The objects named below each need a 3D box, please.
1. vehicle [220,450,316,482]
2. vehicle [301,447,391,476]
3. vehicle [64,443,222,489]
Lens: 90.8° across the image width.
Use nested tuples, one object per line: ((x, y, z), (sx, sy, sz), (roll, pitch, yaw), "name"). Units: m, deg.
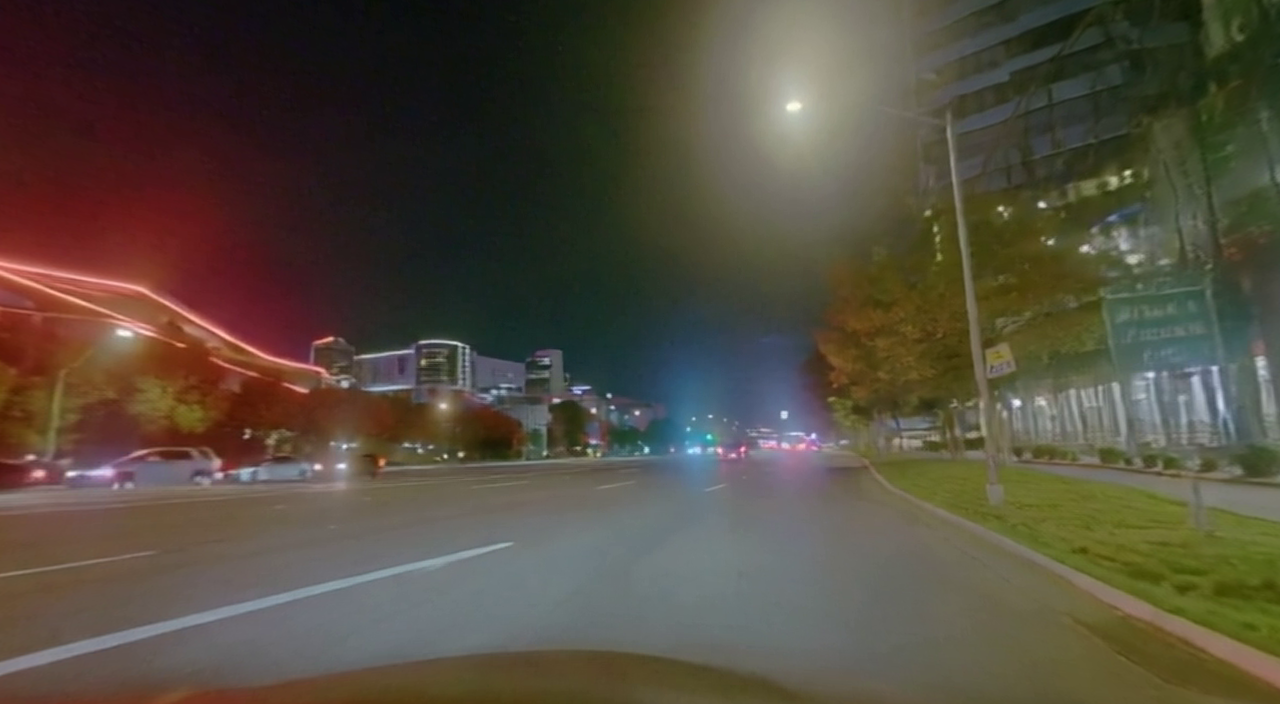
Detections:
((-20.638, 6.312, 35.275), (1.867, 1.540, 4.423), (-3, -8, 18), "vehicle")
((-16.742, 6.242, 36.233), (1.872, 1.493, 4.724), (-3, -8, 19), "vehicle")
((-20.286, 4.607, 26.104), (1.926, 1.681, 4.727), (-3, -8, 18), "vehicle")
